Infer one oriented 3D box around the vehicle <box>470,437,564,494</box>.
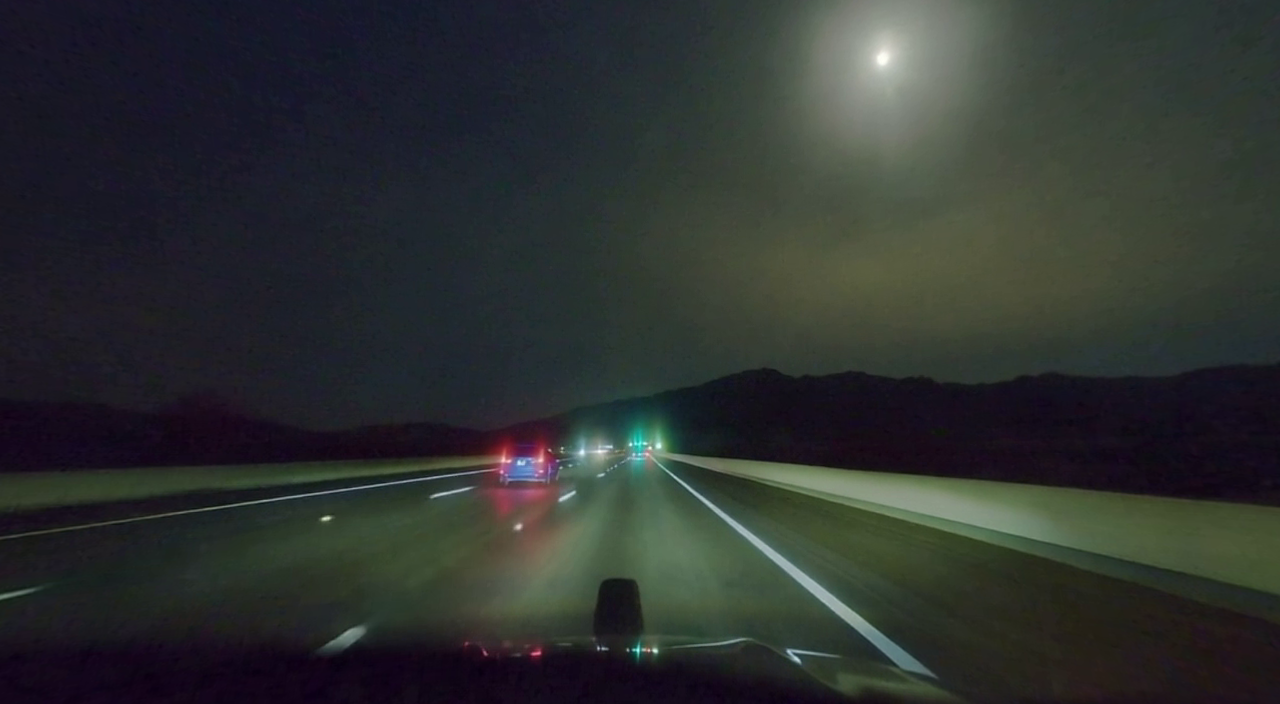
[{"bbox_3d":[-4.179,3.960,22.442,2.272,1.759,5.058,0,-9,1],"label":"vehicle"}]
